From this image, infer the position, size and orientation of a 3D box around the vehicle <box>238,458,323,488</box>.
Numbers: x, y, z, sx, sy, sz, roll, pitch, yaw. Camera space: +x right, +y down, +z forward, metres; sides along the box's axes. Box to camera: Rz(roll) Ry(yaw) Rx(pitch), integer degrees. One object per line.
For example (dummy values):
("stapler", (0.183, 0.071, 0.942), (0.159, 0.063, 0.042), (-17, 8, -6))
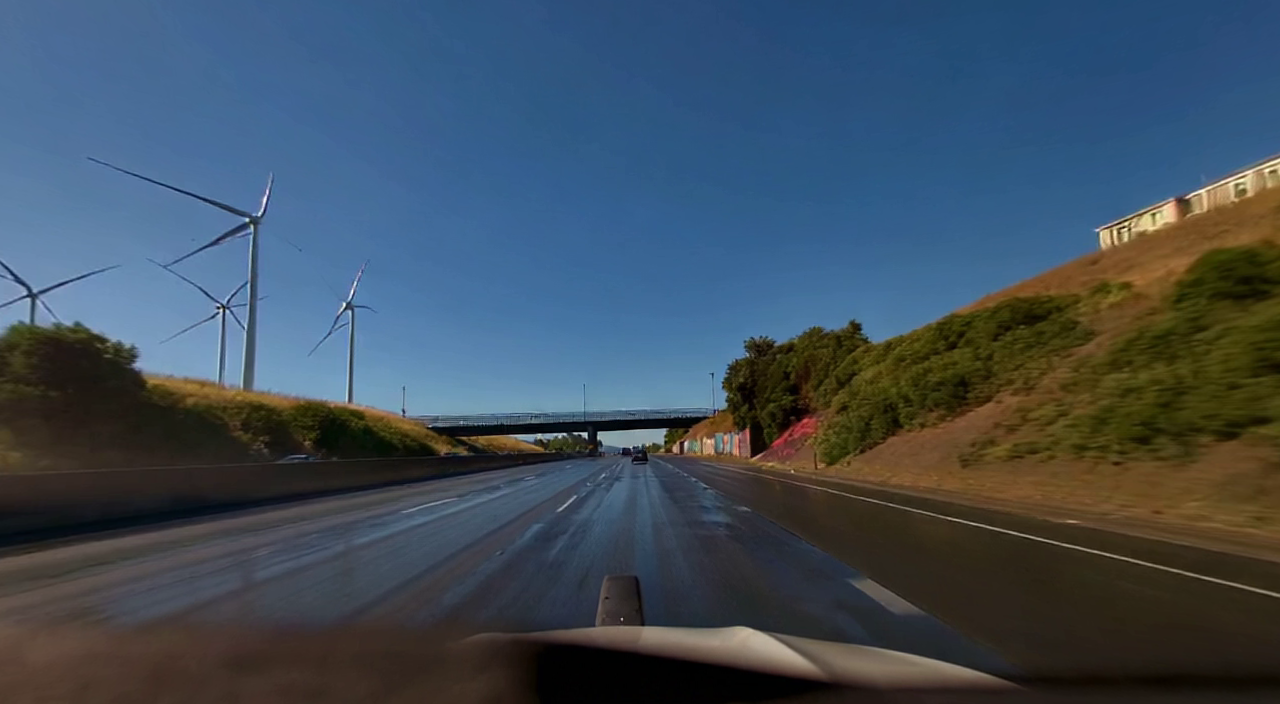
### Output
("vehicle", (-18.671, 6.271, 33.020), (1.822, 1.421, 4.406), (0, -9, 1))

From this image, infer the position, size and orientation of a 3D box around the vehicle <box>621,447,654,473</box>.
("vehicle", (-0.146, 6.640, 38.958), (1.870, 1.481, 4.234), (0, -9, 0))
